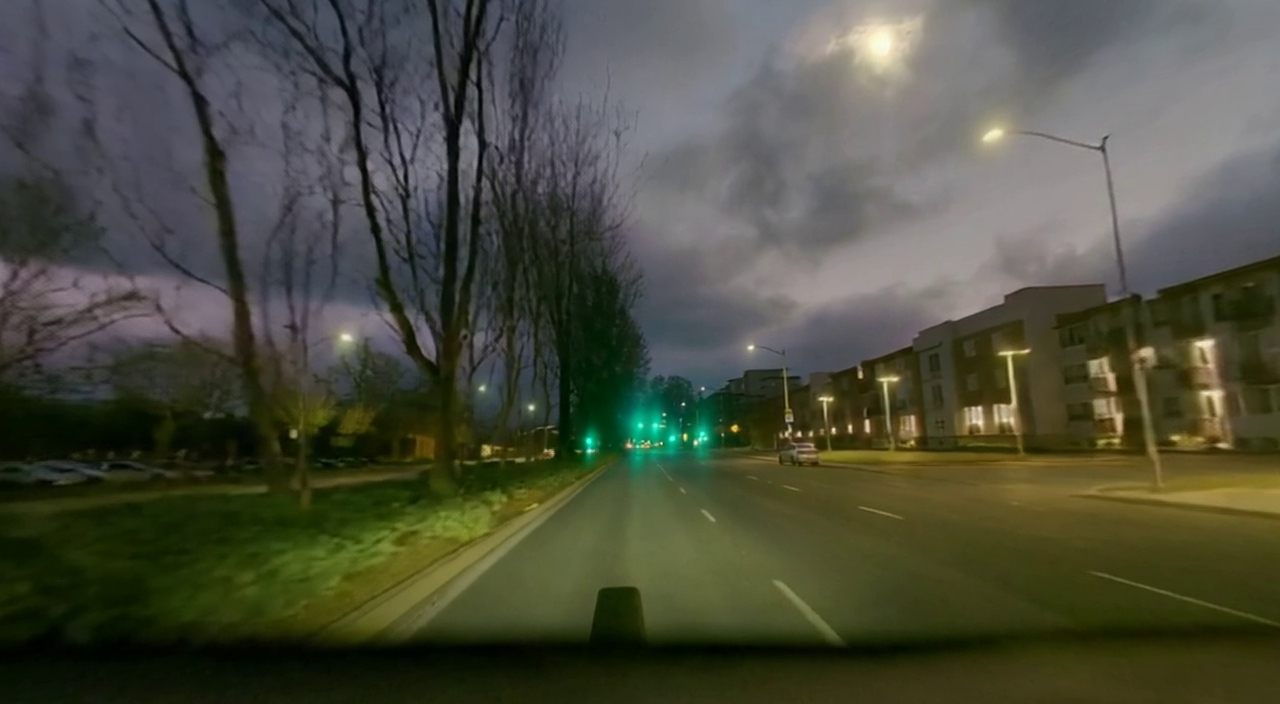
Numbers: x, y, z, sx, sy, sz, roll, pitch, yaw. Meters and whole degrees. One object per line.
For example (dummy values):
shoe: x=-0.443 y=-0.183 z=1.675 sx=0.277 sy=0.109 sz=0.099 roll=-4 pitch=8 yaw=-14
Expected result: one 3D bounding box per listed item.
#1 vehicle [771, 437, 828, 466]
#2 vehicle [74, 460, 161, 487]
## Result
vehicle: x=9.961 y=6.251 z=39.837 sx=2.051 sy=1.726 sz=4.898 roll=0 pitch=-8 yaw=-3
vehicle: x=-30.851 y=7.191 z=37.354 sx=3.652 sy=1.488 sz=1.678 roll=-1 pitch=-8 yaw=3
